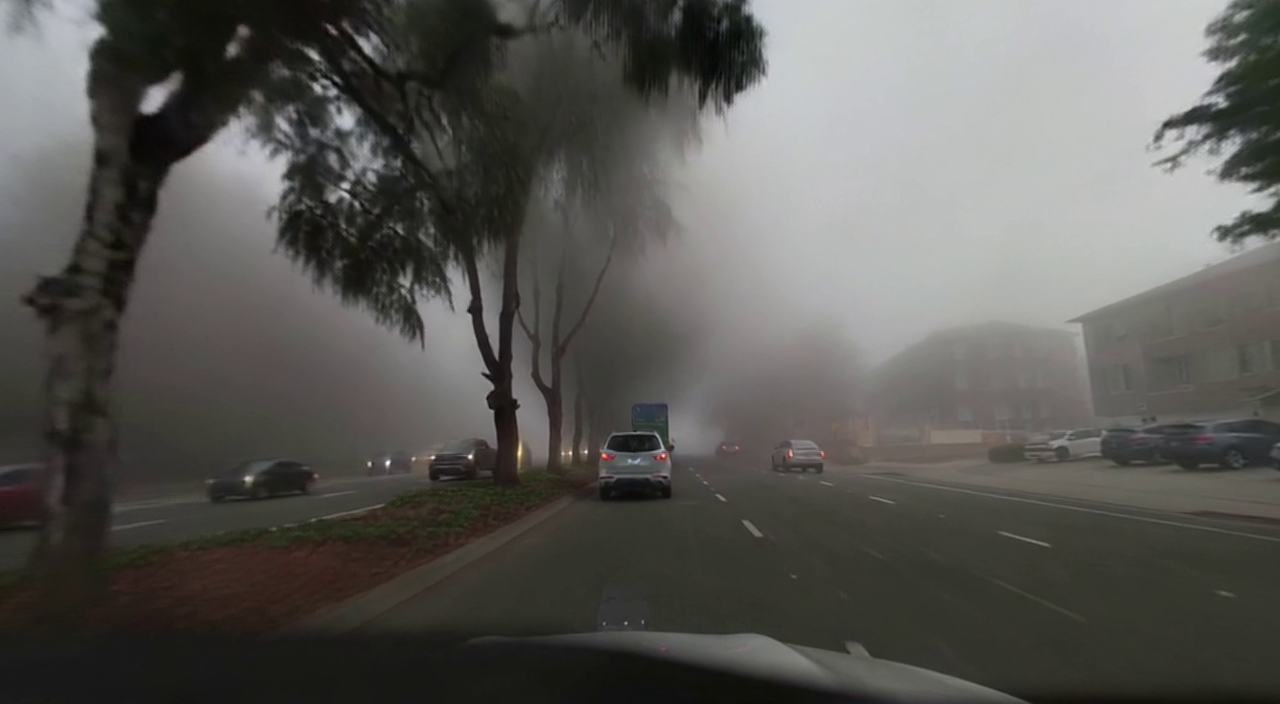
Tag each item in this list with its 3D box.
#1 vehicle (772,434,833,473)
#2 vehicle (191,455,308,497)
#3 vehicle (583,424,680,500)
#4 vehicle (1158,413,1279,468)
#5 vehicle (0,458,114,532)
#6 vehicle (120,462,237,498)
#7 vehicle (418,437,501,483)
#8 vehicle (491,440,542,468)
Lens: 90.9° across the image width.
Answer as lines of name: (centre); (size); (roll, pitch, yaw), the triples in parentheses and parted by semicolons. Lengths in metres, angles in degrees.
vehicle: (7.839, 4.942, 30.835); (1.971, 1.722, 4.341); (0, -8, 2)
vehicle: (-16.740, 5.317, 27.347); (2.010, 1.510, 4.532); (-2, -8, 3)
vehicle: (-0.081, 2.980, 17.438); (2.332, 1.798, 4.546); (-1, -8, 3)
vehicle: (18.998, 2.754, 19.621); (3.799, 1.594, 2.145); (0, -8, 1)
vehicle: (-13.828, 3.051, 13.200); (1.806, 1.417, 4.405); (-4, -8, 2)
vehicle: (-22.670, 6.255, 31.235); (1.874, 1.485, 4.587); (-2, -8, 9)
vehicle: (-7.627, 4.598, 27.163); (2.119, 1.778, 4.760); (0, -8, 0)
vehicle: (-9.154, 7.630, 47.371); (2.238, 1.906, 6.264); (-1, -8, 3)
